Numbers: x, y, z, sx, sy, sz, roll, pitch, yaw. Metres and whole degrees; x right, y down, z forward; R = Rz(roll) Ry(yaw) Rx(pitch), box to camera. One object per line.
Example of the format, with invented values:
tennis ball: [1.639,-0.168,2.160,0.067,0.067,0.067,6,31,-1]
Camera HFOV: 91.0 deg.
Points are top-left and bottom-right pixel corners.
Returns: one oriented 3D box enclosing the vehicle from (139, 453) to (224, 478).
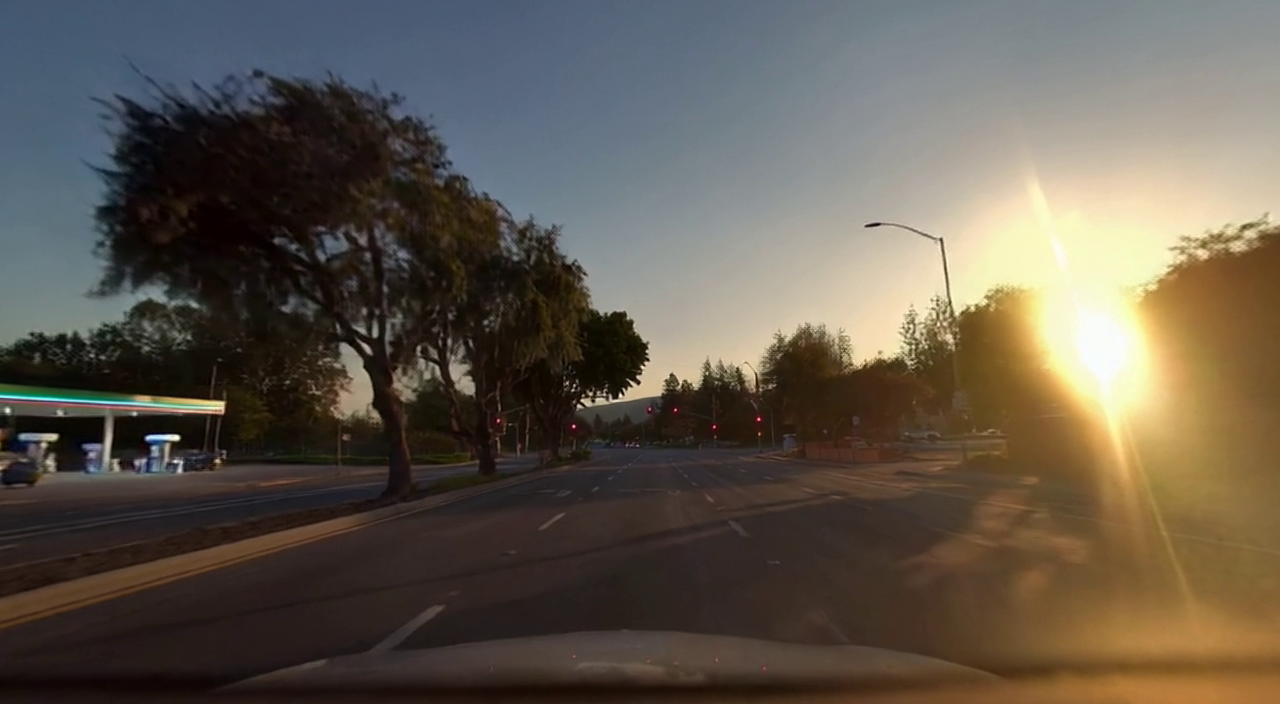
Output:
vehicle: [-33.668,8.325,46.347,1.992,1.721,4.570,-7,-11,40]
